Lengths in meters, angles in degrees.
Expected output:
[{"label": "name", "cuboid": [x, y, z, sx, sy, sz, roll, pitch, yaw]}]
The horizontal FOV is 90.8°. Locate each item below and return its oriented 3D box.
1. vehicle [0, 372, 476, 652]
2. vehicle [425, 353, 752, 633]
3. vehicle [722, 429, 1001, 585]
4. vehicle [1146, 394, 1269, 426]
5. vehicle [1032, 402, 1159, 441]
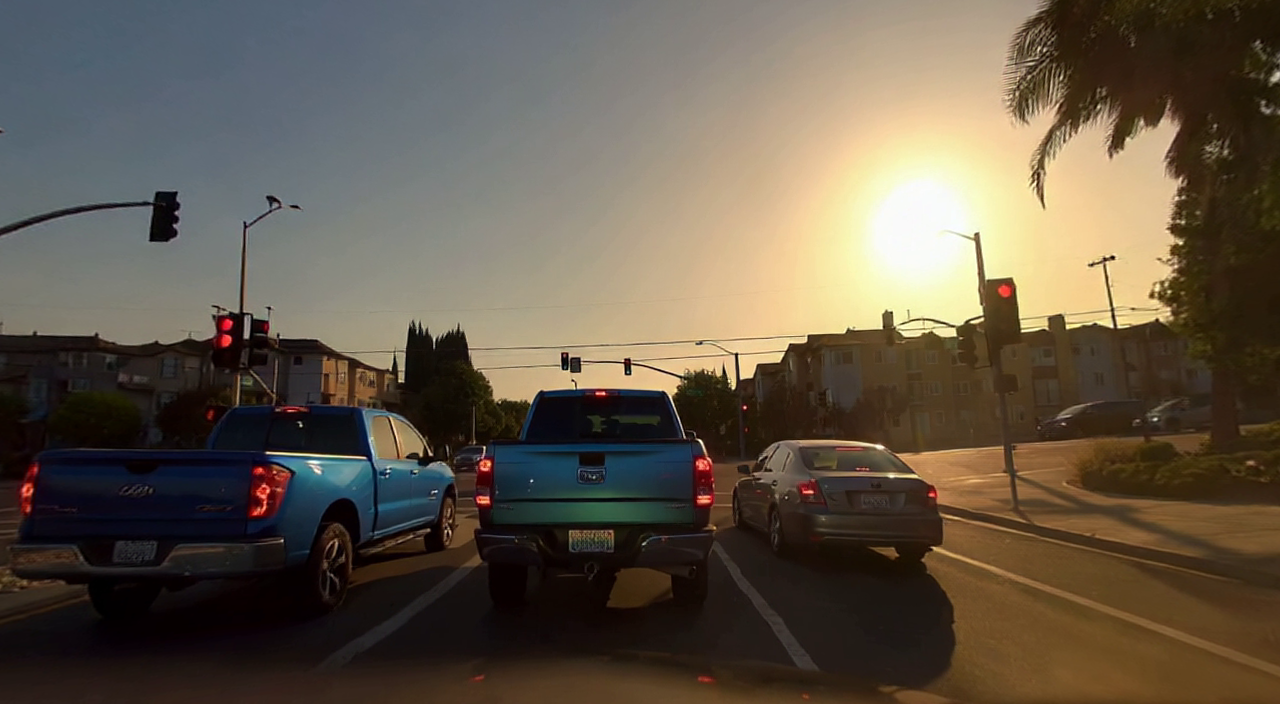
[{"label": "vehicle", "cuboid": [-3.453, 1.427, 6.803, 2.146, 1.828, 5.148, 0, -9, -2]}, {"label": "vehicle", "cuboid": [-0.391, 1.308, 6.731, 2.282, 1.964, 4.421, 0, -9, -1]}, {"label": "vehicle", "cuboid": [2.415, 1.814, 8.283, 2.016, 1.481, 4.336, 0, -9, -1]}, {"label": "vehicle", "cuboid": [29.278, 3.038, 32.678, 4.540, 1.543, 1.803, 0, -9, 1]}, {"label": "vehicle", "cuboid": [23.303, 3.596, 32.470, 4.721, 1.866, 2.188, 0, -9, 2]}]
